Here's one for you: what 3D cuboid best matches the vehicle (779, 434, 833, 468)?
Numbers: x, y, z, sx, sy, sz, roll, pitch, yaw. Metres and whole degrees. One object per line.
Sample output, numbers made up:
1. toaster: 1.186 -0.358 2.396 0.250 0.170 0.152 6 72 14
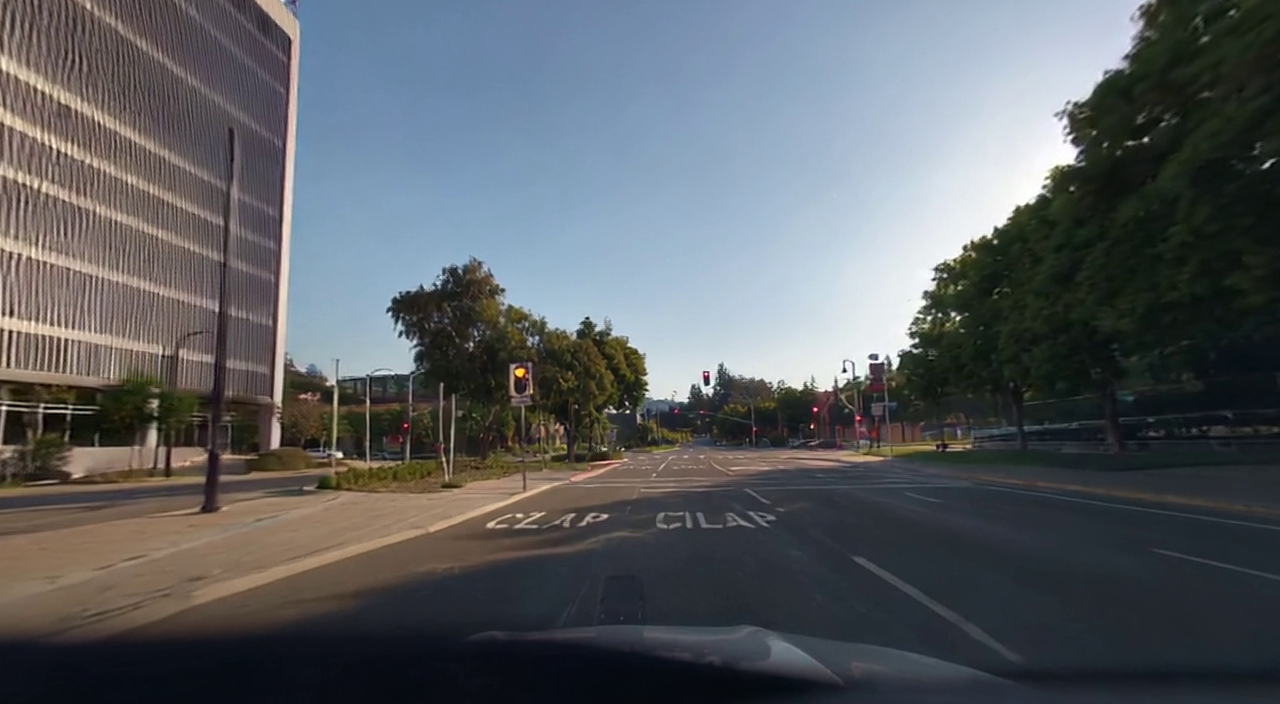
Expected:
1. vehicle: 9.853 5.917 37.933 2.156 1.881 4.743 0 -8 2
